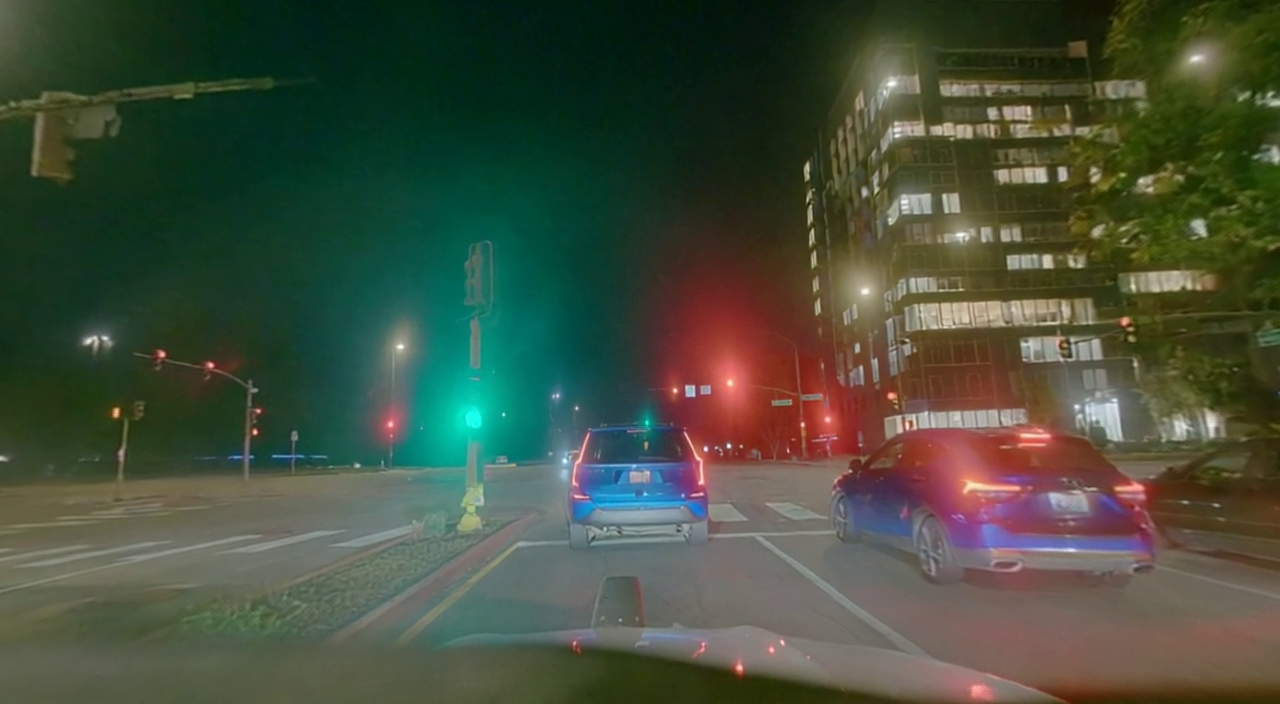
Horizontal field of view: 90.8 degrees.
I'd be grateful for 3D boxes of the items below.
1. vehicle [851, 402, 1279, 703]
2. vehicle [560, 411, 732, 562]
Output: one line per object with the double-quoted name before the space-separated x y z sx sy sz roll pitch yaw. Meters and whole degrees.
"vehicle" 3.607 1.380 5.564 1.899 1.572 4.425 0 -8 -1
"vehicle" 0.012 1.933 9.774 2.085 1.807 4.038 0 -8 -2
